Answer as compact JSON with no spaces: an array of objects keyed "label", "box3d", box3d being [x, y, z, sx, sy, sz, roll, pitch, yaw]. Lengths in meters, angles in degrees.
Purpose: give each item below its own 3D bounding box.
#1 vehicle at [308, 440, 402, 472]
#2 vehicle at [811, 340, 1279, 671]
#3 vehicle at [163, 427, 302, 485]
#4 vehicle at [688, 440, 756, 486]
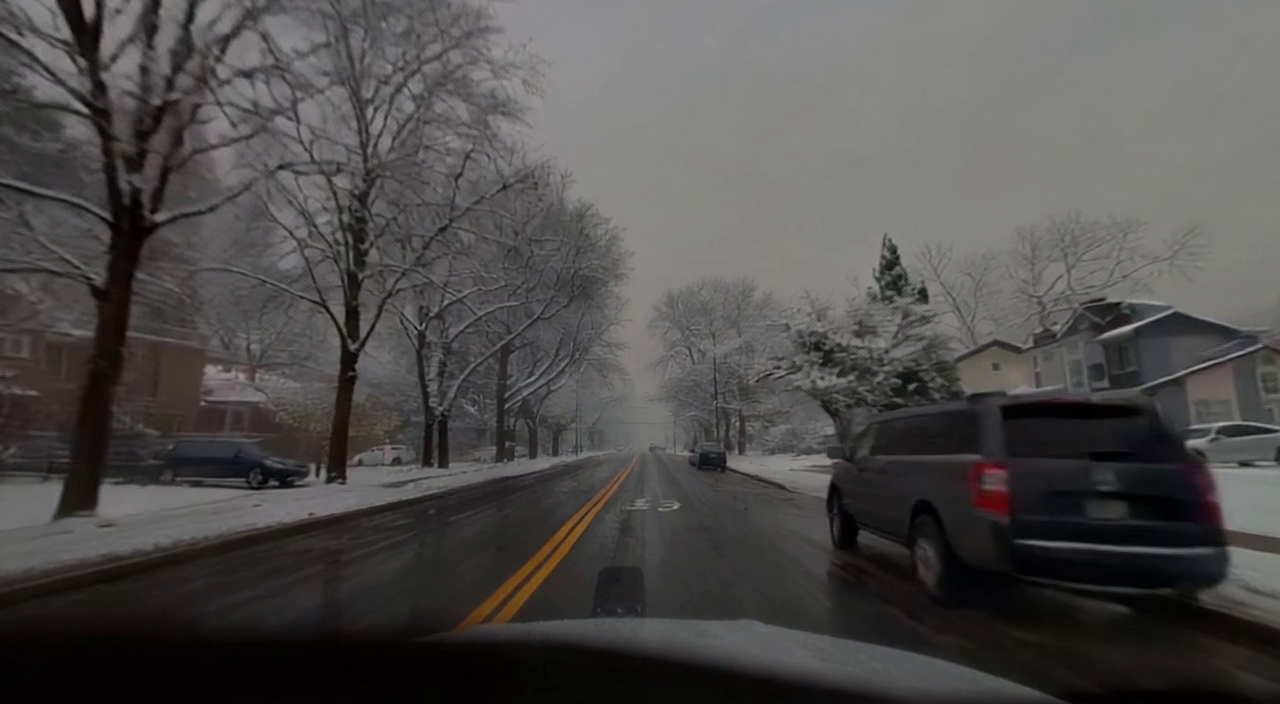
[{"label":"vehicle","box3d":[-16.227,5.936,36.139,4.331,1.738,2.067,0,-9,1]},{"label":"vehicle","box3d":[3.082,1.098,5.526,2.007,1.702,4.430,0,-8,1]},{"label":"vehicle","box3d":[-14.469,3.710,22.827,1.933,1.837,4.670,-2,-8,-1]},{"label":"vehicle","box3d":[3.077,4.263,24.732,1.988,1.618,4.567,0,-8,-1]}]
